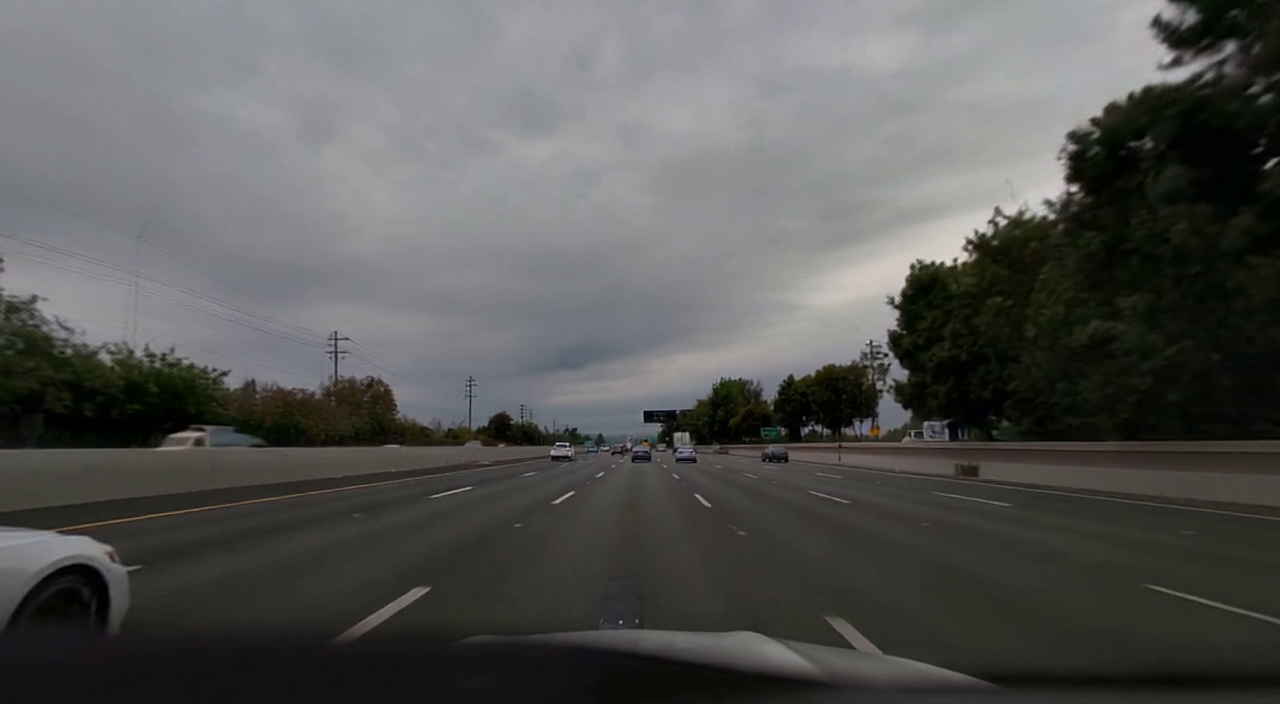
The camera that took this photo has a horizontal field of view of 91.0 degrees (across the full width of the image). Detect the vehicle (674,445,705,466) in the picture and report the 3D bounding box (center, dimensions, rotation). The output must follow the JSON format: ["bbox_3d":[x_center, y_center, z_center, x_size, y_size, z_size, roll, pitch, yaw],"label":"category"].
[{"bbox_3d":[3.753,7.964,48.482,2.076,1.506,4.050,0,-9,0],"label":"vehicle"}]

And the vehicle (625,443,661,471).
[{"bbox_3d":[0.213,6.392,38.496,2.066,1.562,4.198,0,-9,1],"label":"vehicle"}]
